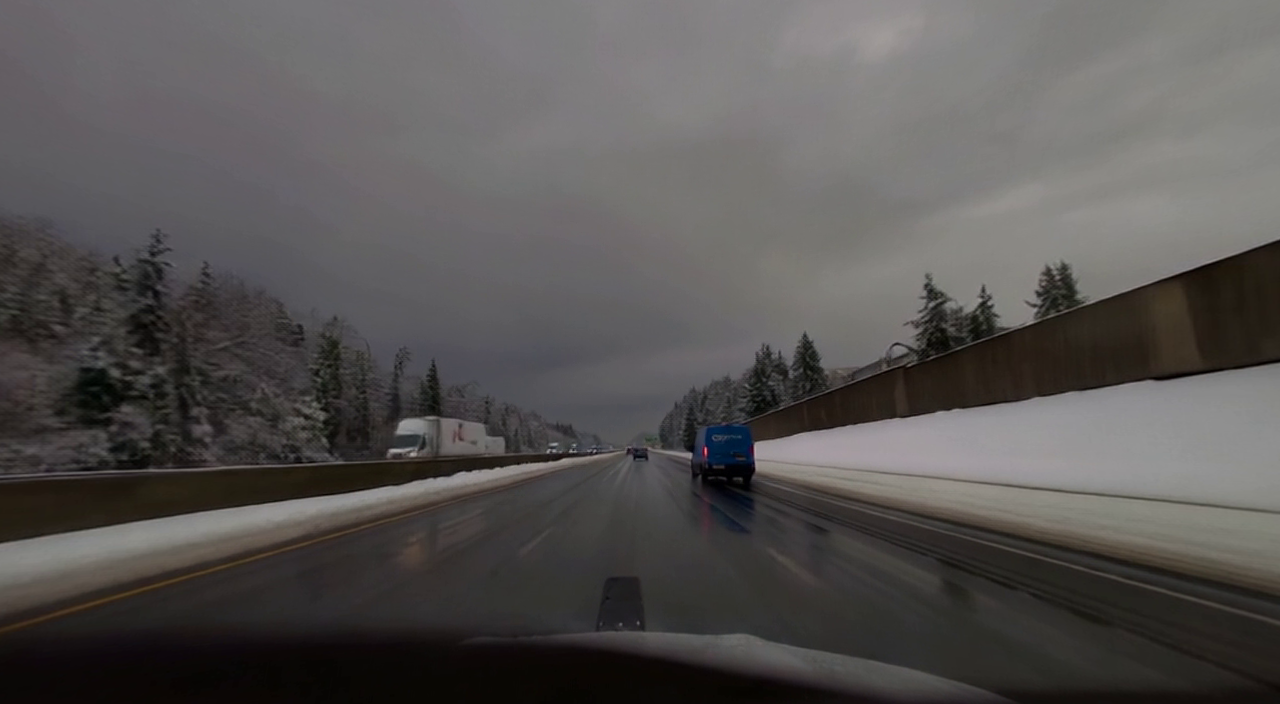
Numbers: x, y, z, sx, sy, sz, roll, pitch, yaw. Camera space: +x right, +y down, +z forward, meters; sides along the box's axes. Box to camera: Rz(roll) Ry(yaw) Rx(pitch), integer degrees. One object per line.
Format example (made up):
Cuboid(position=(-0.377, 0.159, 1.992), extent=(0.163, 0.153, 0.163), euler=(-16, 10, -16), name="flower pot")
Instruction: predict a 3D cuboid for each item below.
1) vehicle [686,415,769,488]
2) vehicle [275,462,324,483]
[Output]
Cuboid(position=(3.326, 3.993, 25.422), extent=(2.373, 2.561, 5.922), euler=(0, -9, -1), name="vehicle")
Cuboid(position=(-24.425, 8.615, 45.403), extent=(1.568, 1.378, 3.479), euler=(0, -9, -1), name="vehicle")
